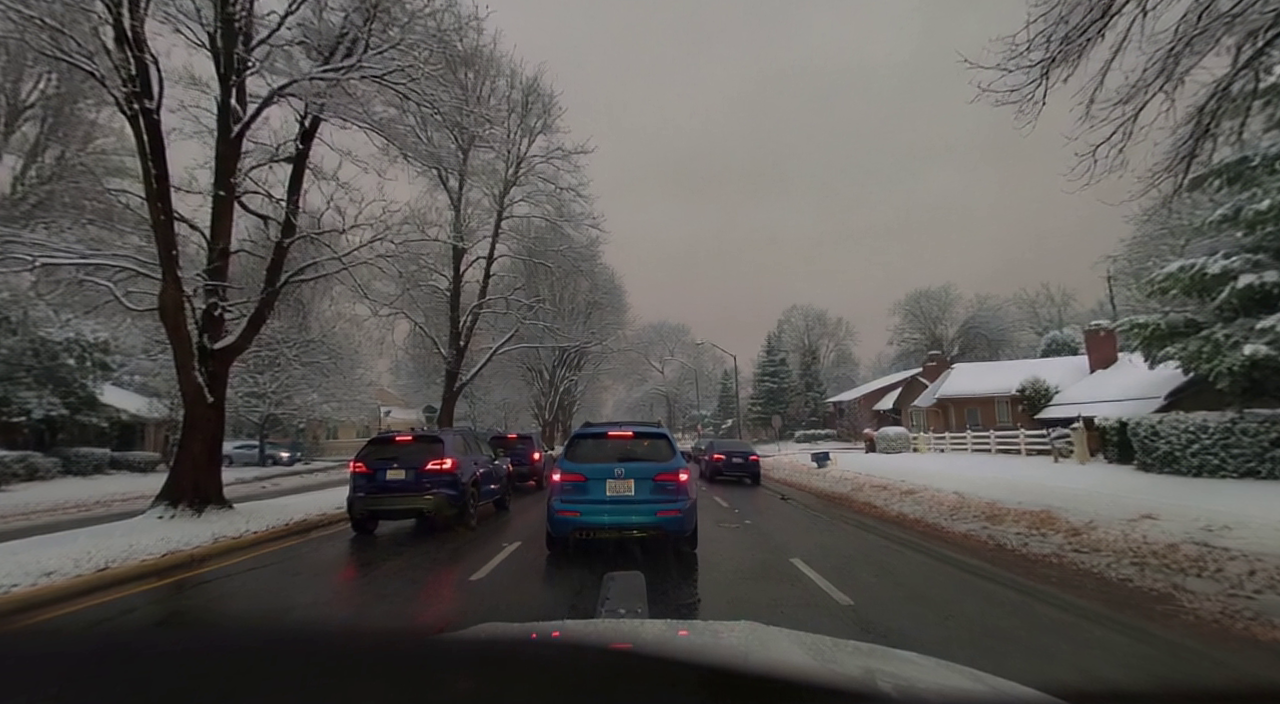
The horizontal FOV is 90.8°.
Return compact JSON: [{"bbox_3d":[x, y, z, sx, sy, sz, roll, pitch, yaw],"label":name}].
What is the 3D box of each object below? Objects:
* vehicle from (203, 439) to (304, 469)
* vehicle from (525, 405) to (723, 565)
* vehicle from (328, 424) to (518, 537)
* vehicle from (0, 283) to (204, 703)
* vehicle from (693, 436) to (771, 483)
[{"bbox_3d":[-28.492,7.526,46.840,5.856,2.096,2.481,3,-9,-18],"label":"vehicle"},{"bbox_3d":[-0.192,1.728,8.864,2.112,1.693,4.058,0,-8,-1],"label":"vehicle"},{"bbox_3d":[-3.661,2.234,11.648,1.948,1.668,4.279,0,-8,0],"label":"vehicle"},{"bbox_3d":[-3.530,0.513,0.937,2.304,1.928,4.833,0,-8,0],"label":"vehicle"},{"bbox_3d":[3.244,3.890,23.186,2.056,1.536,4.678,0,-8,-1],"label":"vehicle"}]
